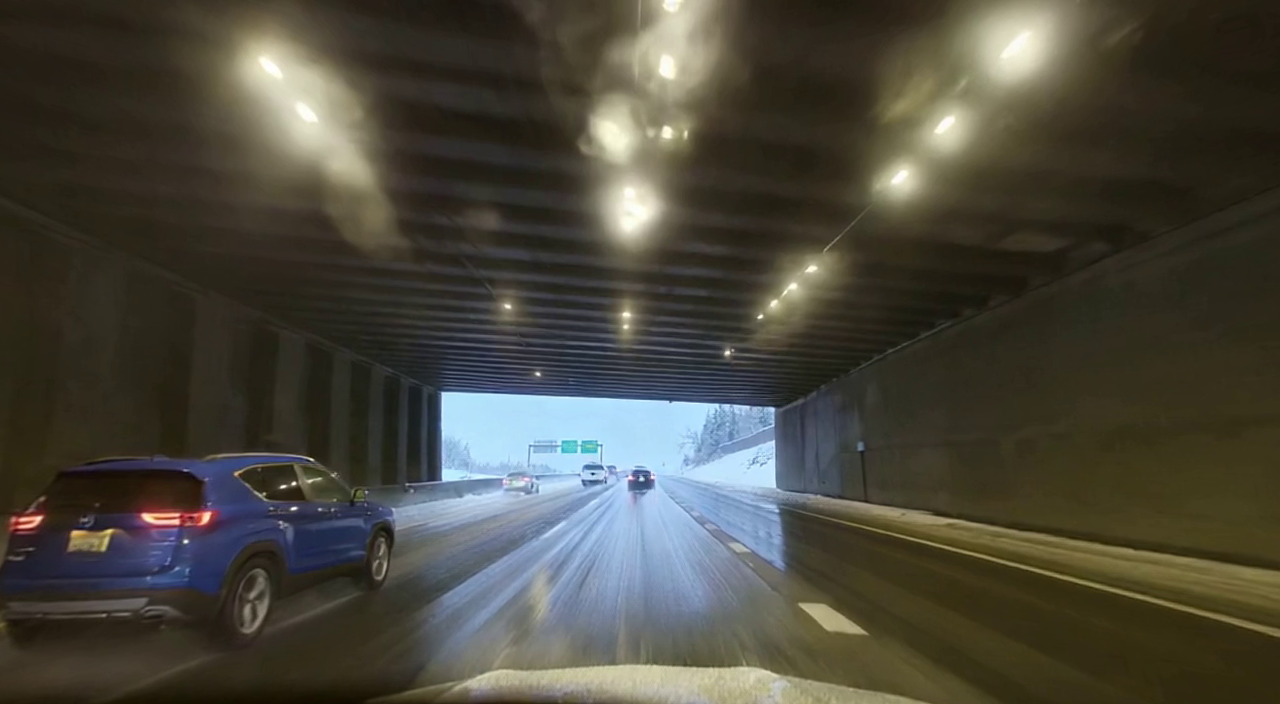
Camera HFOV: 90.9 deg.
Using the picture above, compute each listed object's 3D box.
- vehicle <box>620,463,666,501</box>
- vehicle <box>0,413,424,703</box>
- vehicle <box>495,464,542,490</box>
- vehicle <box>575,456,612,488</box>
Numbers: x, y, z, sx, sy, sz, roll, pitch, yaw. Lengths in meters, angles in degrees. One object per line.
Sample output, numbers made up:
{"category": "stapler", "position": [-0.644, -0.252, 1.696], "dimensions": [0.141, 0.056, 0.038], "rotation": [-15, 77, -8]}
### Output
{"category": "vehicle", "position": [0.133, 6.095, 29.708], "dimensions": [1.992, 1.601, 3.762], "rotation": [1, -11, 0]}
{"category": "vehicle", "position": [-3.765, 1.478, 5.354], "dimensions": [2.102, 1.521, 4.687], "rotation": [1, -11, 1]}
{"category": "vehicle", "position": [-7.511, 7.803, 39.451], "dimensions": [1.996, 1.512, 4.712], "rotation": [1, -11, 0]}
{"category": "vehicle", "position": [-3.574, 9.333, 49.051], "dimensions": [2.400, 2.264, 4.778], "rotation": [1, -11, 1]}
